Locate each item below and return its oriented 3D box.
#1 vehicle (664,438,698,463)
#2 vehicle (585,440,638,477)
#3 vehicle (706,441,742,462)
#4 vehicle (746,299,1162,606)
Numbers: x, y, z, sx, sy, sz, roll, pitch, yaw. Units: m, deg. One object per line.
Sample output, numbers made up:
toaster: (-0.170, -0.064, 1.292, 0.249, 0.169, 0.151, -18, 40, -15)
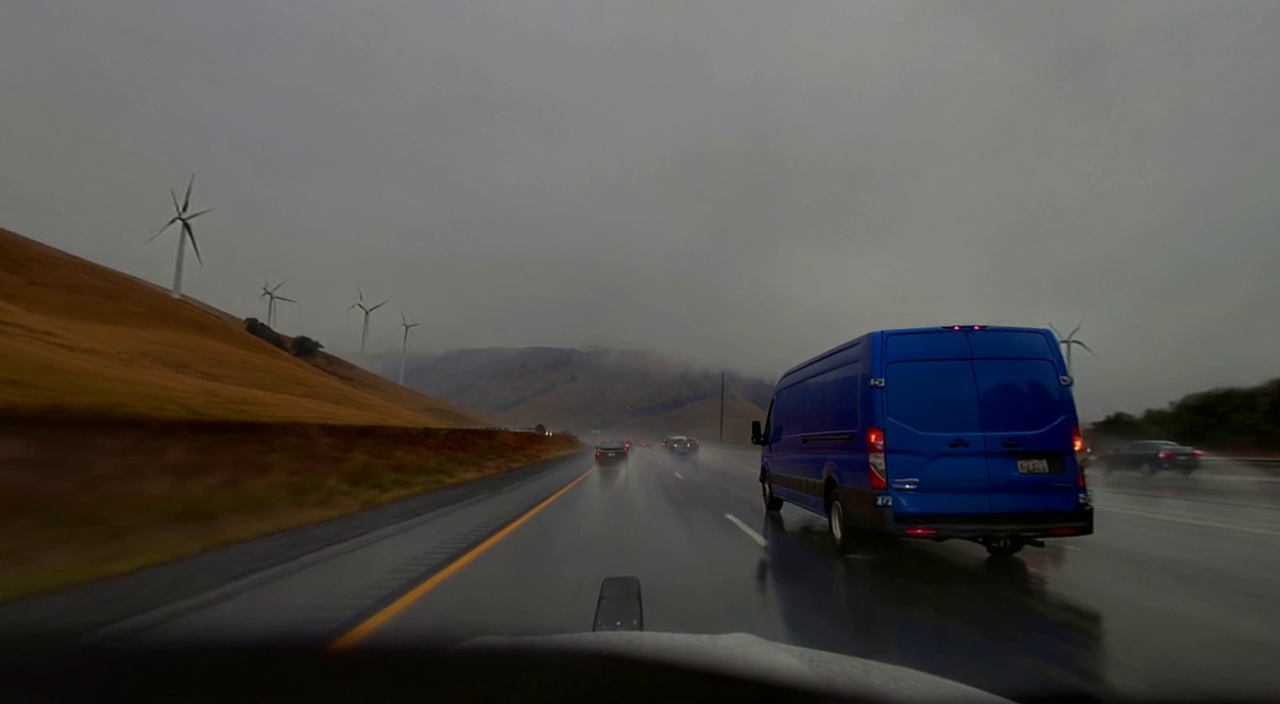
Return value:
vehicle: (2.932, 7.233, 46.391, 2.108, 1.717, 3.996, 0, -8, -2)
vehicle: (-1.150, 4.507, 26.882, 2.082, 1.445, 3.826, 0, -8, -1)
vehicle: (6.387, 7.667, 48.811, 1.958, 1.514, 4.930, 0, -8, -2)
vehicle: (3.167, 1.257, 8.360, 2.365, 2.630, 5.754, 0, -8, -1)
